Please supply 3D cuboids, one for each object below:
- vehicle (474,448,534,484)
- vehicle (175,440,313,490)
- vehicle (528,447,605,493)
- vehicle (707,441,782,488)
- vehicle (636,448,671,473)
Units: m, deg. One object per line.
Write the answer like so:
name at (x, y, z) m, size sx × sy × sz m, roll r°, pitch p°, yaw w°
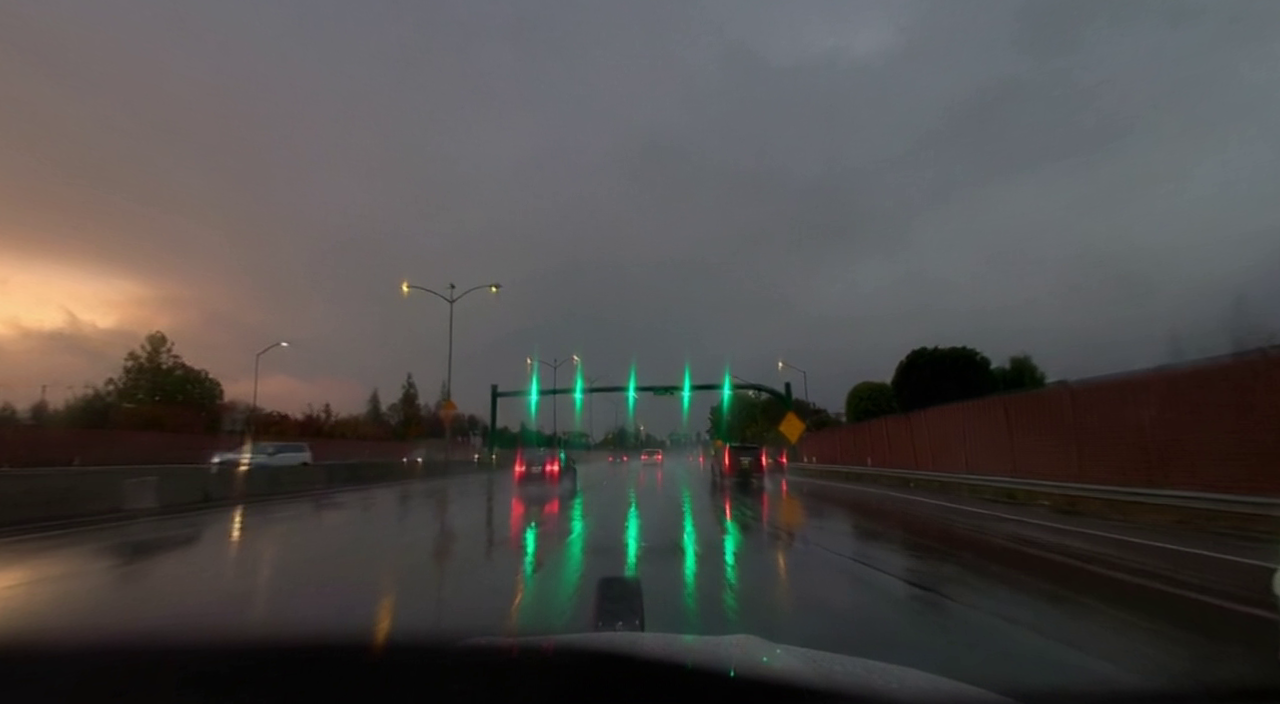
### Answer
vehicle at (-6.022, 5.055, 28.360) m, size 1.835 × 1.504 × 3.612 m, roll 0°, pitch -9°, yaw 1°
vehicle at (-15.482, 4.412, 25.114) m, size 2.213 × 1.749 × 4.890 m, roll 0°, pitch -9°, yaw 2°
vehicle at (-2.557, 4.241, 23.201) m, size 2.130 × 1.514 × 4.766 m, roll 0°, pitch -9°, yaw 1°
vehicle at (4.116, 4.527, 25.741) m, size 2.320 × 1.735 × 4.408 m, roll 0°, pitch -9°, yaw 0°
vehicle at (1.023, 7.948, 46.402) m, size 2.408 × 1.748 × 4.217 m, roll 0°, pitch -9°, yaw 2°
